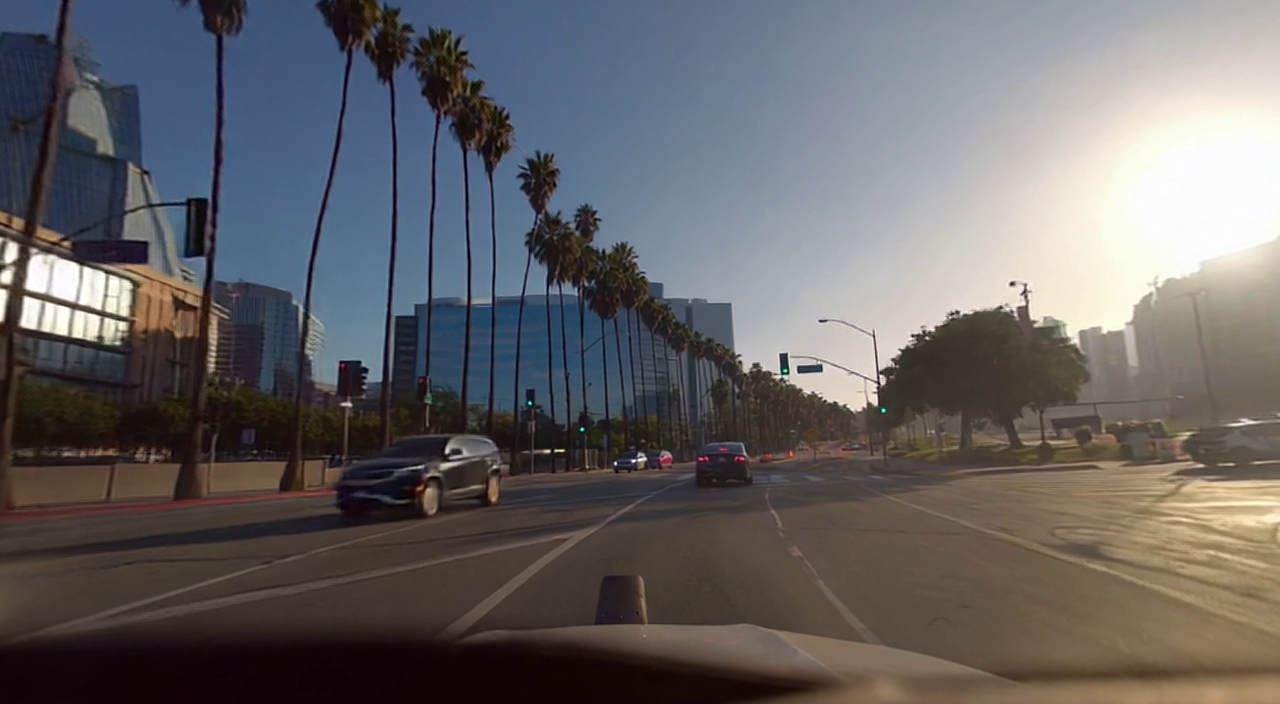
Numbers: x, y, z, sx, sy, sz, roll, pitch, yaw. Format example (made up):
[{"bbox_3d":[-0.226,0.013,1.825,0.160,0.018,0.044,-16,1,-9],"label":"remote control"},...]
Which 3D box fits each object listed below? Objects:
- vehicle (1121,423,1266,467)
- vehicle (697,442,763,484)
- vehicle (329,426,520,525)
[{"bbox_3d":[25.195,4.238,28.865,5.049,1.861,2.081,1,-9,-9],"label":"vehicle"},{"bbox_3d":[3.600,4.288,24.716,2.096,1.492,4.071,-2,-9,14],"label":"vehicle"},{"bbox_3d":[-4.373,2.571,13.727,2.013,1.746,4.366,-2,-9,10],"label":"vehicle"}]
